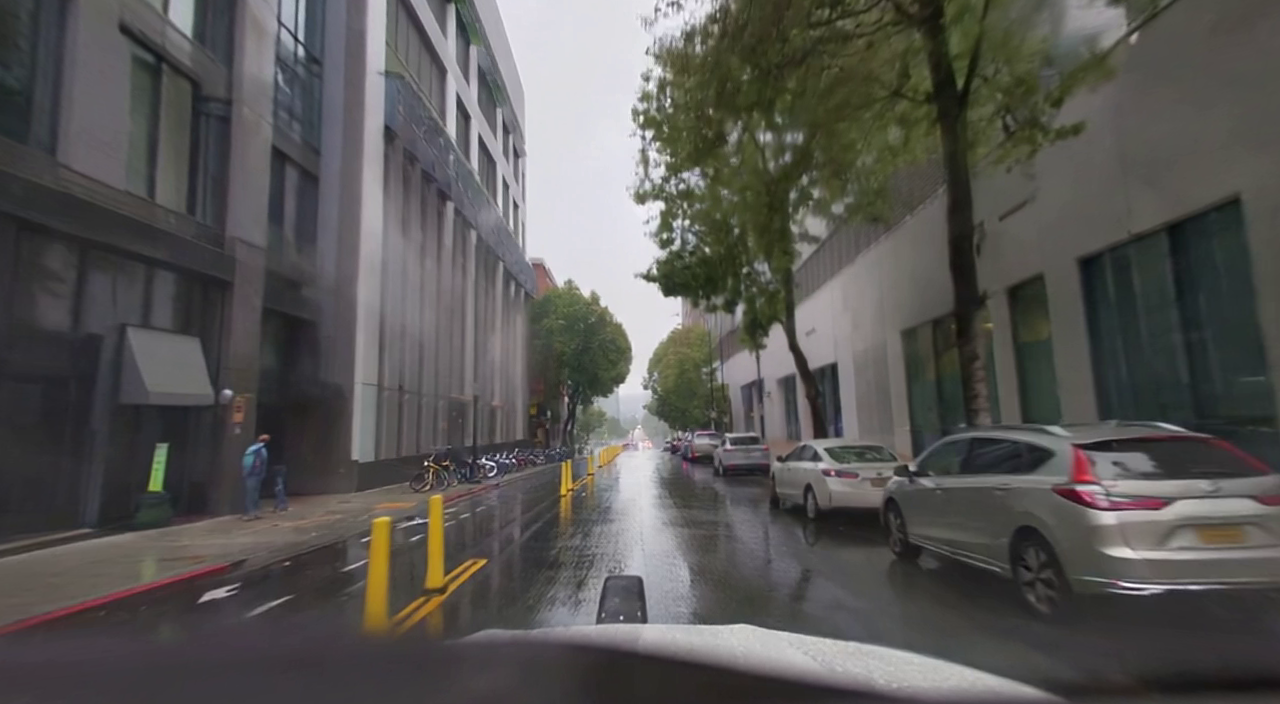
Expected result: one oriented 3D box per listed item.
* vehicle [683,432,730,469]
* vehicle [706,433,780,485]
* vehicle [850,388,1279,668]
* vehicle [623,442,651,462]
[{"bbox_3d":[3.592,5.435,34.991,2.127,1.864,4.892,0,-9,1],"label":"vehicle"},{"bbox_3d":[3.850,4.074,24.319,1.999,1.769,4.191,-1,-8,-1],"label":"vehicle"},{"bbox_3d":[3.793,1.390,6.149,1.918,1.674,4.464,-1,-8,0],"label":"vehicle"},{"bbox_3d":[-0.201,7.796,49.525,2.070,1.493,4.269,0,-8,0],"label":"vehicle"}]
